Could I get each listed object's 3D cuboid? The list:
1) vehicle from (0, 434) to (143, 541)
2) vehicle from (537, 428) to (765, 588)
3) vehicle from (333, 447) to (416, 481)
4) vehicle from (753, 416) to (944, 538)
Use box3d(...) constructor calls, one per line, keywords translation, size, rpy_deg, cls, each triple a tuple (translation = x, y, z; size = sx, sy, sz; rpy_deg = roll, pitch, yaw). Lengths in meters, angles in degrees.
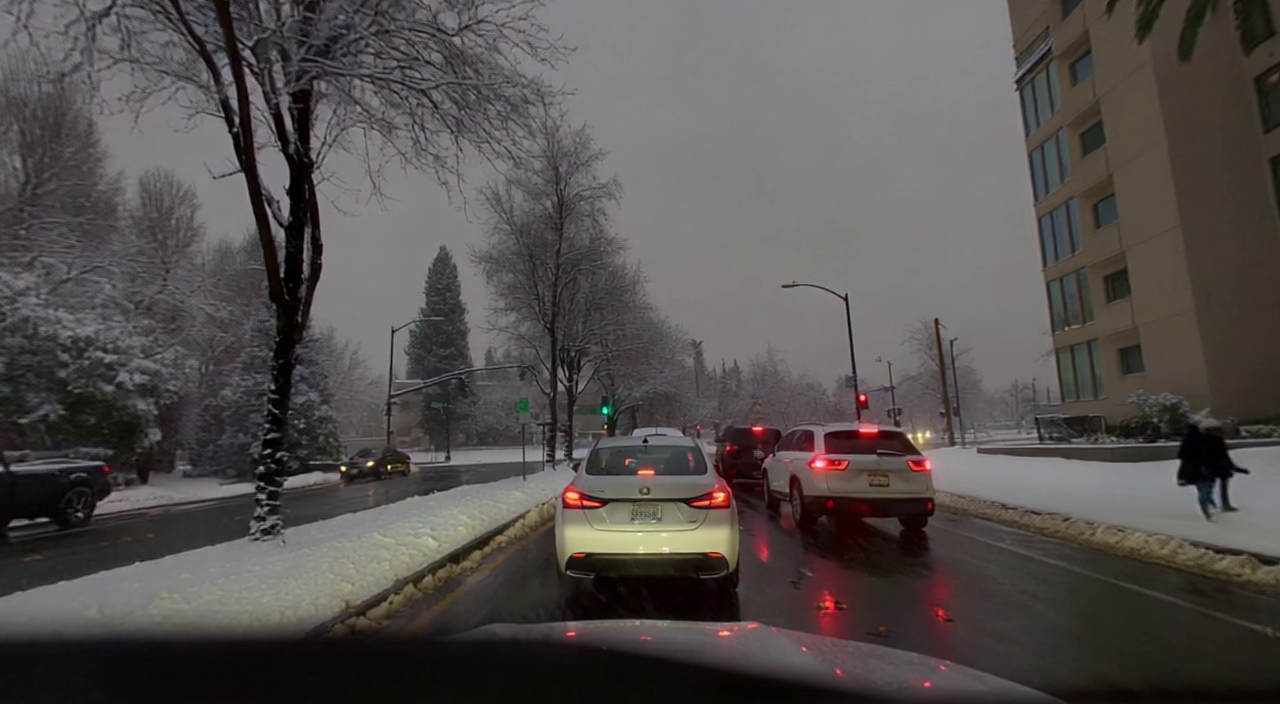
box3d(translation=(-13.055, 2.718, 12.289), size=(2.240, 1.964, 5.707), rpy_deg=(-6, -8, 0), cls="vehicle")
box3d(translation=(0.144, 1.736, 7.865), size=(2.088, 1.452, 3.993), rpy_deg=(0, -8, 1), cls="vehicle")
box3d(translation=(-13.187, 5.565, 31.709), size=(1.965, 1.507, 4.725), rpy_deg=(-1, -8, 2), cls="vehicle")
box3d(translation=(3.399, 2.131, 11.341), size=(2.003, 1.733, 4.319), rpy_deg=(0, -8, 1), cls="vehicle")
